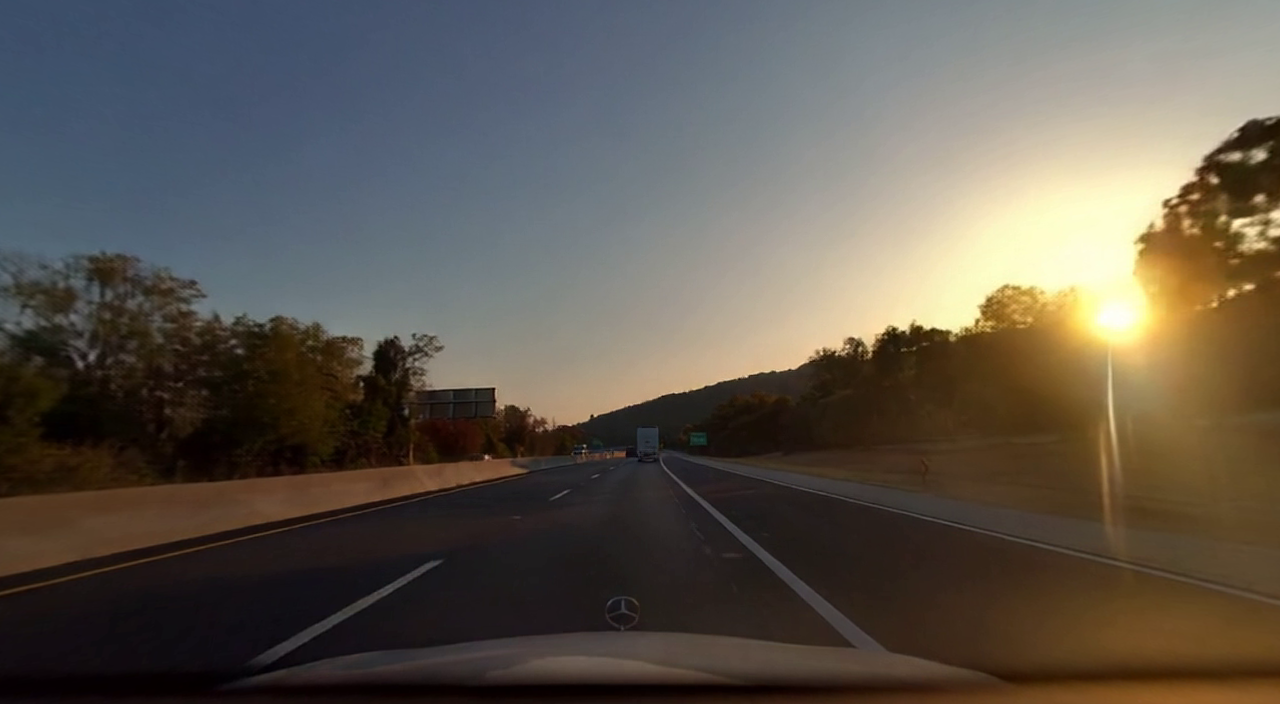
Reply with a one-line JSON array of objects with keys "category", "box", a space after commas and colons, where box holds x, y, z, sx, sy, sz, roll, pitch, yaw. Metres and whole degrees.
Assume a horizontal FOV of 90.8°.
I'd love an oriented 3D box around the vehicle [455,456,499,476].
[{"category": "vehicle", "box": [-12.713, 8.919, 49.561, 2.086, 1.456, 5.044, 0, -9, 0]}]
